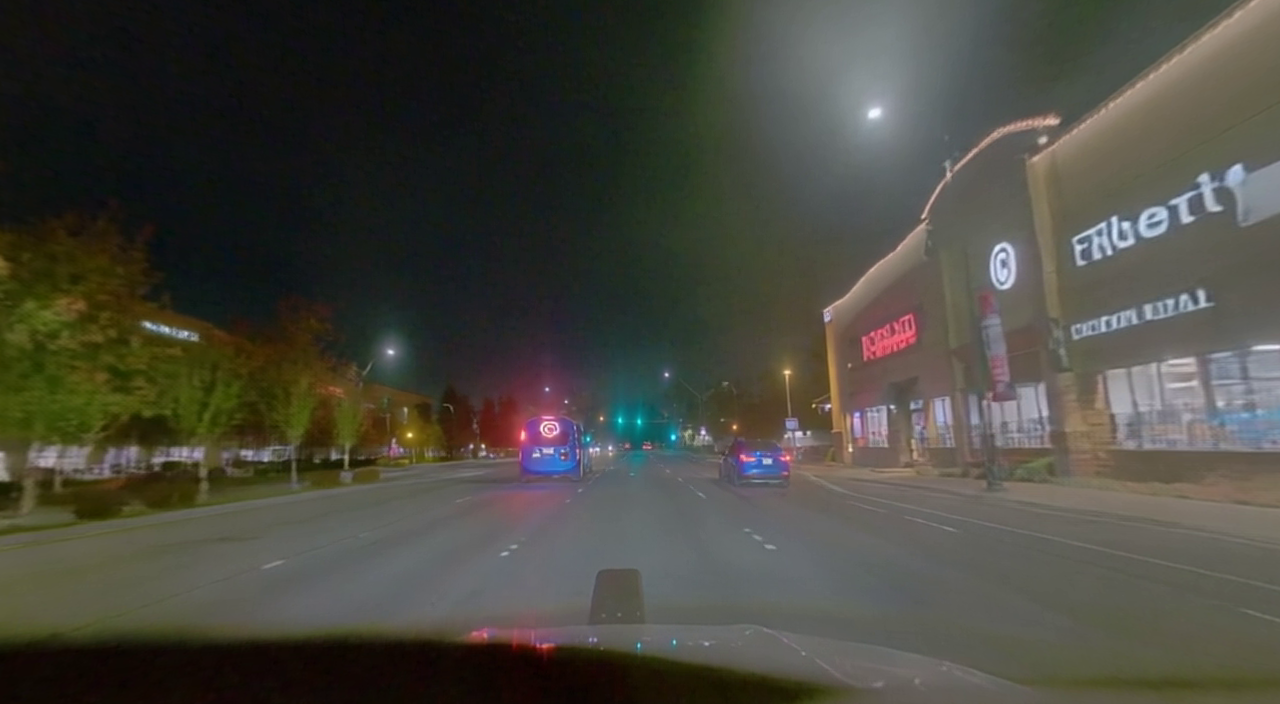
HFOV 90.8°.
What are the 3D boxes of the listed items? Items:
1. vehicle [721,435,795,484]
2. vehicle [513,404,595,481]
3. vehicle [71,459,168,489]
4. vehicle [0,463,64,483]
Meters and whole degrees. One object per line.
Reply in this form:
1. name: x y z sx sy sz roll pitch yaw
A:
1. vehicle: 4.283 3.991 23.642 1.869 1.646 4.166 0 -9 -1
2. vehicle: -3.325 3.723 25.879 2.443 2.784 5.862 0 -9 1
3. vehicle: -31.445 7.349 38.327 4.225 1.449 1.819 1 -9 -27
4. vehicle: -48.202 9.453 49.272 4.456 1.479 1.868 1 -10 -8
